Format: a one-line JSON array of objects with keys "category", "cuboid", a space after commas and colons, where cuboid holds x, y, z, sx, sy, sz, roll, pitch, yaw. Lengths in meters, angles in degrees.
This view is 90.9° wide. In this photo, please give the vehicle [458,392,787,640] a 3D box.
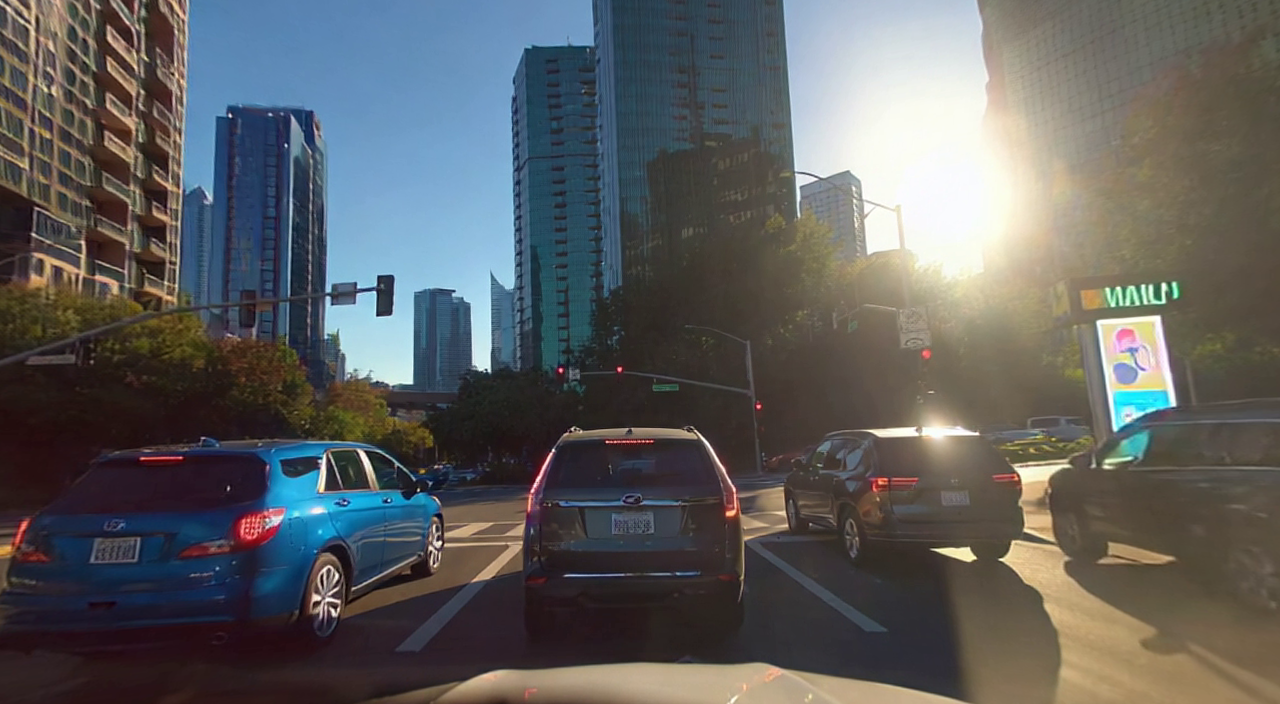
[{"category": "vehicle", "cuboid": [-0.126, 1.418, 6.442, 2.195, 1.662, 4.262, 0, -8, 0]}]

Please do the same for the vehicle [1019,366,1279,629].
[{"category": "vehicle", "cuboid": [5.742, 1.240, 5.890, 2.081, 1.790, 4.839, -1, -9, 10]}]

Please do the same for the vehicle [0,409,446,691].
[{"category": "vehicle", "cuboid": [-3.550, 1.423, 5.817, 1.906, 1.524, 4.547, 0, -8, 2]}]

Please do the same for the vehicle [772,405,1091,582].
[{"category": "vehicle", "cuboid": [3.216, 1.665, 8.256, 2.004, 1.646, 4.554, 0, -8, 0]}]
